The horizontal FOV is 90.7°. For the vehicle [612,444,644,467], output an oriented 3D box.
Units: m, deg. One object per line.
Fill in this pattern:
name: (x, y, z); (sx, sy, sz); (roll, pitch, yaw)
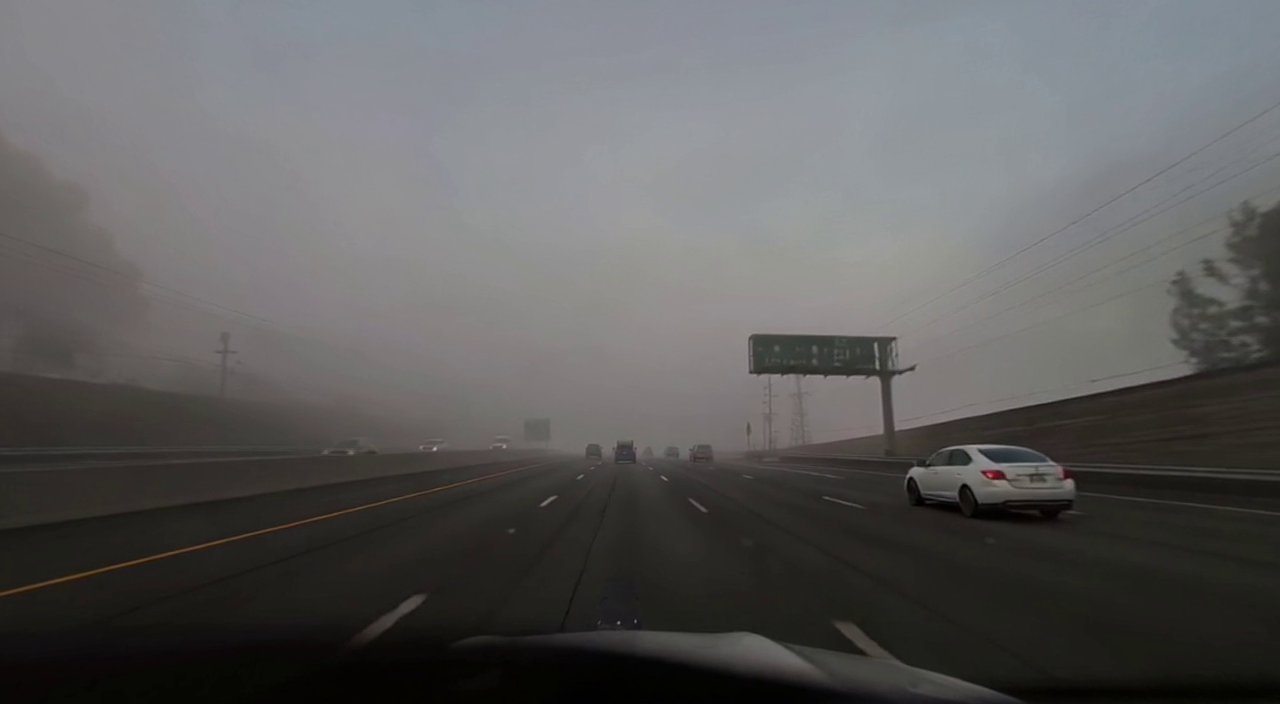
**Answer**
vehicle: (-0.848, 7.110, 43.567); (2.109, 1.489, 4.027); (0, -9, -2)

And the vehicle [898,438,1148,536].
vehicle: (6.609, 2.338, 11.608); (1.876, 1.451, 4.154); (0, -9, -2)

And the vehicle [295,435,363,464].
vehicle: (-20.780, 6.559, 42.512); (2.054, 1.797, 4.946); (0, -9, 0)
